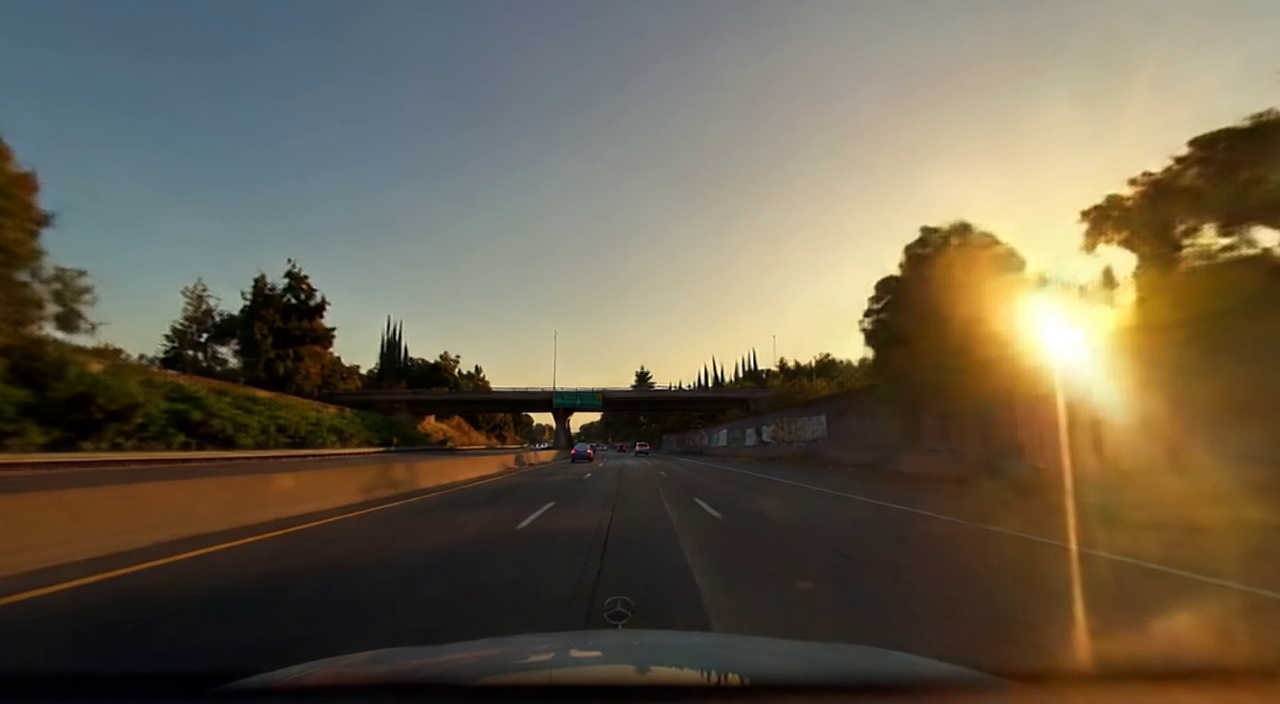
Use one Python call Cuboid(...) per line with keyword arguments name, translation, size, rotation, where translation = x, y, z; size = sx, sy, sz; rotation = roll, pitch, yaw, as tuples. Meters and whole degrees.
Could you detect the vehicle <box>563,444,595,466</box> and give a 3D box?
Cuboid(name="vehicle", translation=(-4.211, 7.179, 43.917), size=(1.871, 1.459, 3.771), rotation=(0, -9, -1))
